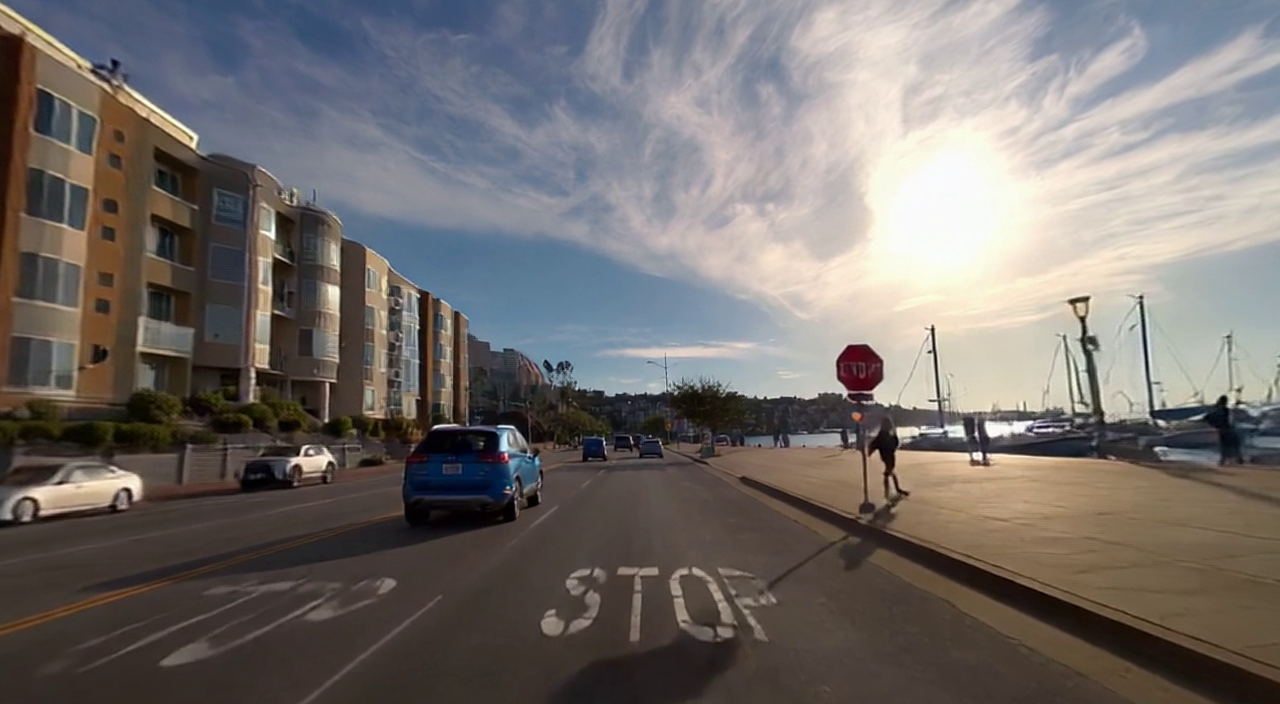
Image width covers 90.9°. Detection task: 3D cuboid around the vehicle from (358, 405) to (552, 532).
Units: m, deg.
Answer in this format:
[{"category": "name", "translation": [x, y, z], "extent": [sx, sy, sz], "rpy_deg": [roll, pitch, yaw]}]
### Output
[{"category": "vehicle", "translation": [-3.036, 2.030, 11.615], "extent": [2.082, 1.817, 4.724], "rpy_deg": [-1, -8, 1]}]

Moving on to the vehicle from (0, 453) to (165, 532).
[{"category": "vehicle", "translation": [-13.635, 3.128, 14.467], "extent": [1.871, 1.463, 4.555], "rpy_deg": [-1, -8, 0]}]

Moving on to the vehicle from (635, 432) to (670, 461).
[{"category": "vehicle", "translation": [0.751, 5.769, 38.711], "extent": [2.057, 1.624, 3.726], "rpy_deg": [-1, -8, 1]}]

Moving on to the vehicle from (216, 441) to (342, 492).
[{"category": "vehicle", "translation": [-13.530, 4.289, 24.021], "extent": [2.117, 1.703, 4.373], "rpy_deg": [-1, -8, 2]}]

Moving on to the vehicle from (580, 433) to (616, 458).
[{"category": "vehicle", "translation": [-2.881, 6.508, 44.005], "extent": [2.056, 1.680, 4.205], "rpy_deg": [-1, -8, 2]}]
